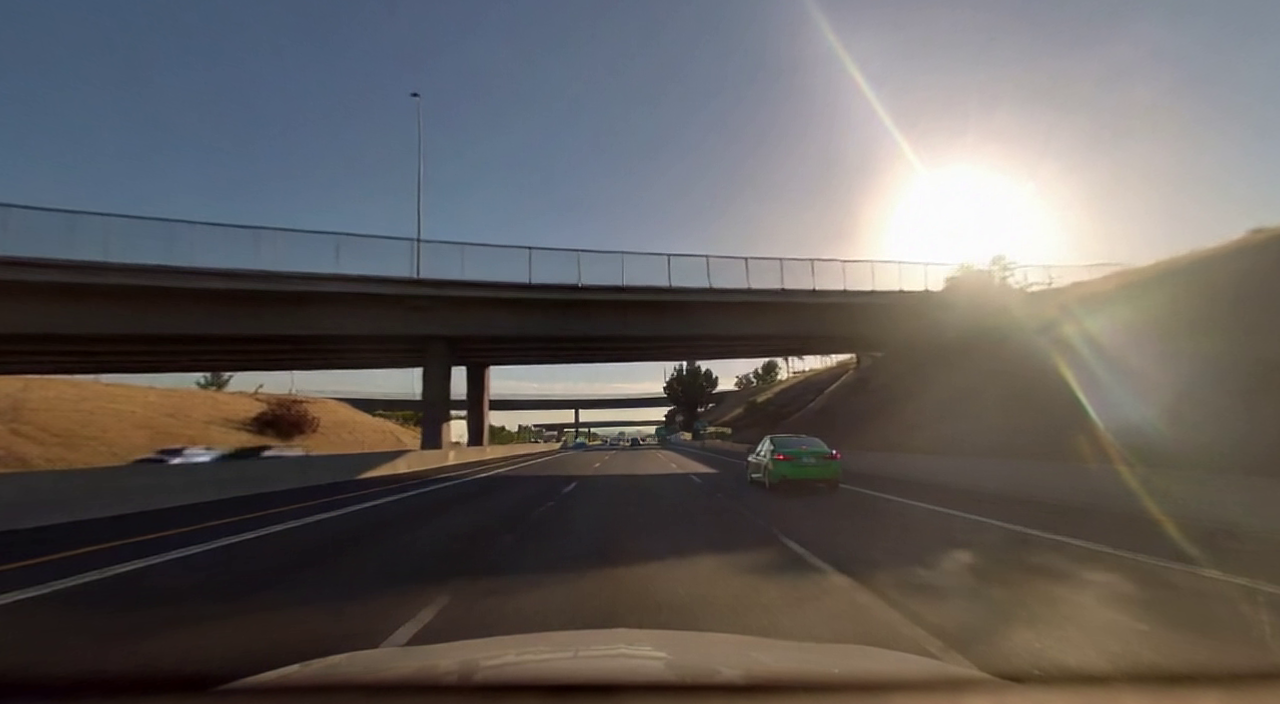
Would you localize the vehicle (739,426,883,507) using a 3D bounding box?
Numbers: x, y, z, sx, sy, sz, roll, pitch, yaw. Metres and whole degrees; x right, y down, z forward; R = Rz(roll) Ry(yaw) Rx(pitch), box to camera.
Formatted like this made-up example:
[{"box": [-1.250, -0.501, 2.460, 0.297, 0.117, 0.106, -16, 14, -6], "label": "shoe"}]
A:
[{"box": [3.499, 2.407, 13.719, 1.946, 1.481, 3.969, 0, -8, -2], "label": "vehicle"}]

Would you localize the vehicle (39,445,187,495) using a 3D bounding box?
[{"box": [-19.736, 4.379, 23.852, 1.907, 1.651, 4.295, 0, -8, -1], "label": "vehicle"}]

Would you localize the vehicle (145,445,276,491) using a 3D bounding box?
[{"box": [-16.298, 4.386, 24.204, 1.855, 1.526, 4.558, 0, -8, 0], "label": "vehicle"}]
